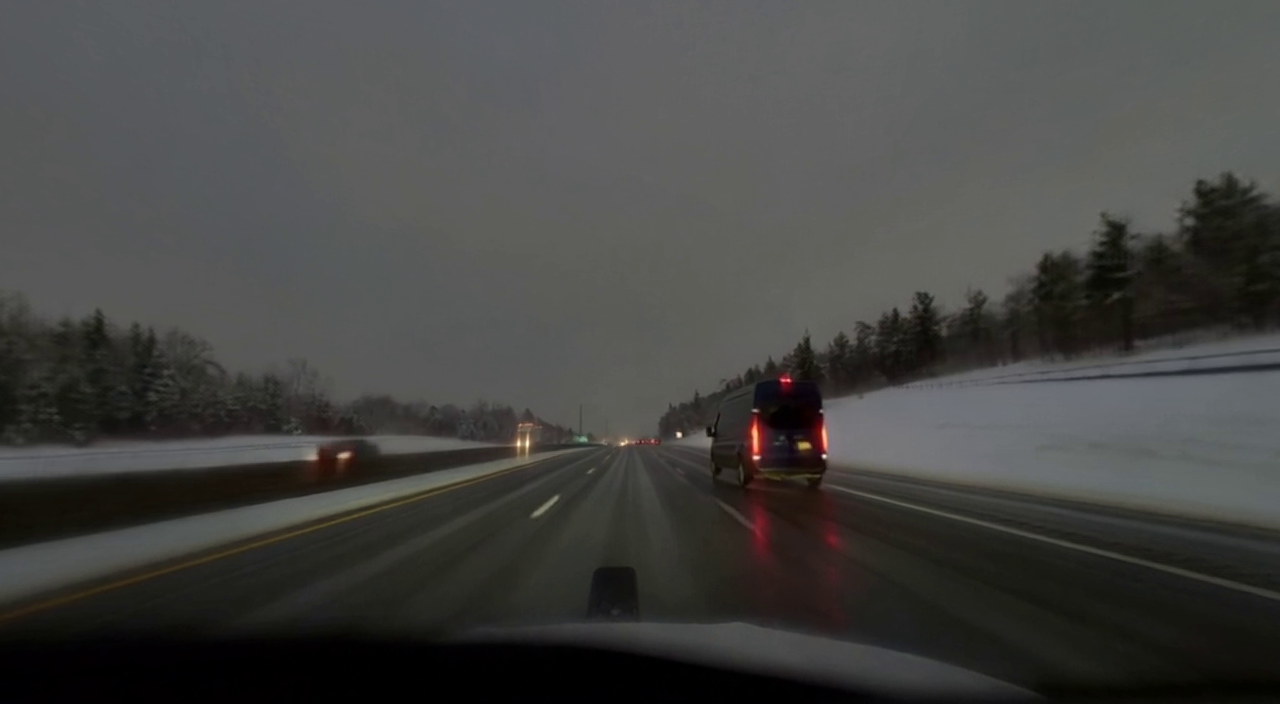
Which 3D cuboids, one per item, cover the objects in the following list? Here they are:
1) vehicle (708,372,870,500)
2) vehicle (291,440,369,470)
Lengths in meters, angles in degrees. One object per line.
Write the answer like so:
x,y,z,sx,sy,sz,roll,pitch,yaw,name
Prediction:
3.508,2.252,16.770,2.431,2.667,6.921,0,-8,-1,vehicle
-16.052,5.322,32.848,1.921,1.433,4.304,0,-8,-1,vehicle
